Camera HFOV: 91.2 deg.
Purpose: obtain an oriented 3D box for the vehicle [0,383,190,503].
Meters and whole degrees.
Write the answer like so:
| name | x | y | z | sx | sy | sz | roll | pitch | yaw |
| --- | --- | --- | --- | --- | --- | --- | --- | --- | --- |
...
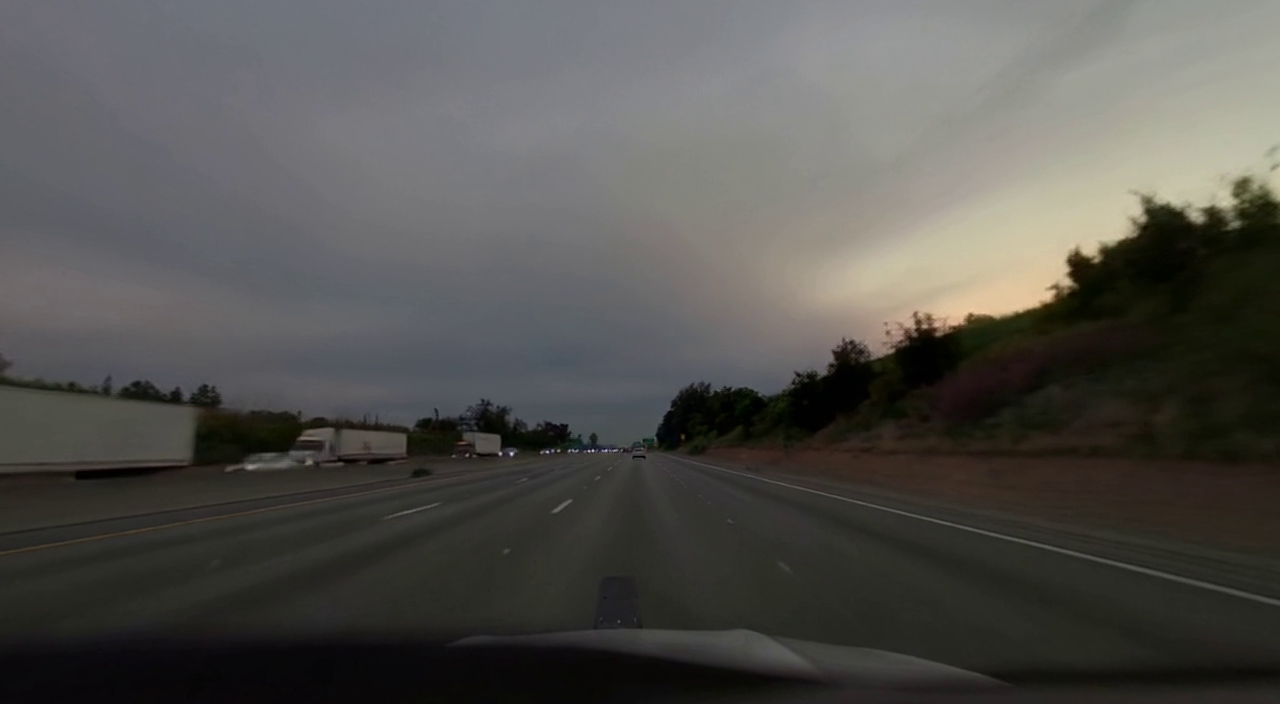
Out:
| name | x | y | z | sx | sy | sz | roll | pitch | yaw |
| --- | --- | --- | --- | --- | --- | --- | --- | --- | --- |
| vehicle | -22.917 | 3.722 | 25.431 | 2.887 | 4.049 | 8.554 | 0 | -9 | -1 |

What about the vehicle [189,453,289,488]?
| name | x | y | z | sx | sy | sz | roll | pitch | yaw |
| --- | --- | --- | --- | --- | --- | --- | --- | --- | --- |
| vehicle | -19.273 | 5.673 | 30.398 | 1.924 | 1.524 | 4.401 | 0 | -9 | 0 |
